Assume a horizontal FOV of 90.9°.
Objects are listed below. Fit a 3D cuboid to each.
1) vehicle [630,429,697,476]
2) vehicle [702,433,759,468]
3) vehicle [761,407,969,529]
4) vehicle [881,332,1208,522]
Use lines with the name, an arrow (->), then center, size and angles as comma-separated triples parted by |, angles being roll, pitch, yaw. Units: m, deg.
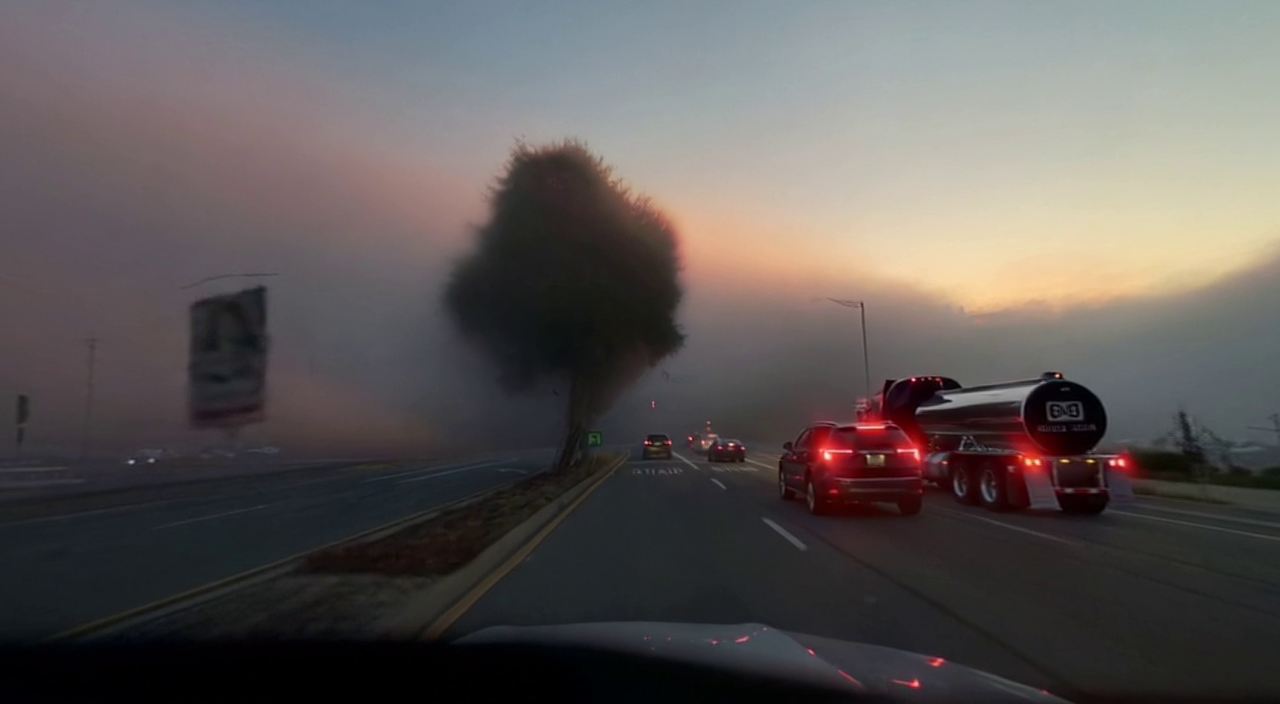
vehicle -> 0.774, 3.549, 22.429 | 2.148, 1.488, 4.002 | 0, -8, 1
vehicle -> 4.016, 4.450, 28.554 | 1.917, 1.475, 4.081 | 0, -8, -1
vehicle -> 3.654, 1.997, 11.332 | 2.045, 1.729, 4.532 | 0, -8, 0
vehicle -> 8.031, 1.704, 13.858 | 2.849, 3.207, 6.275 | 0, -8, -1
